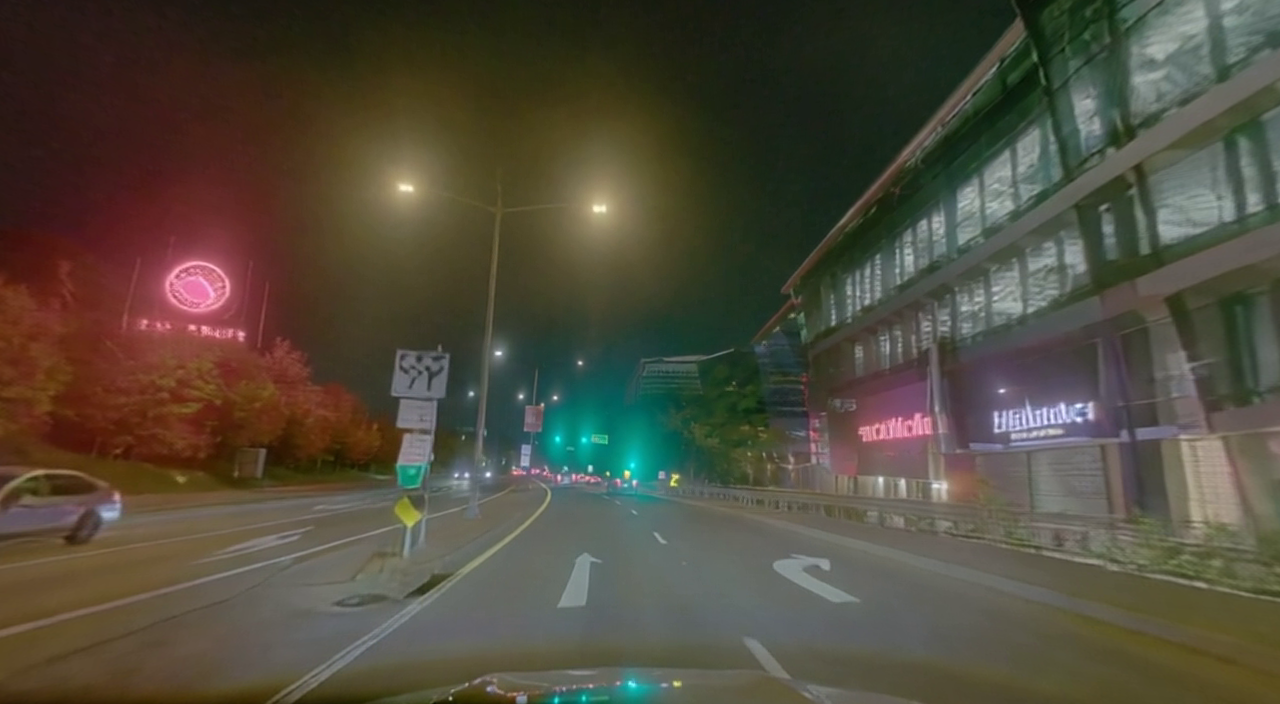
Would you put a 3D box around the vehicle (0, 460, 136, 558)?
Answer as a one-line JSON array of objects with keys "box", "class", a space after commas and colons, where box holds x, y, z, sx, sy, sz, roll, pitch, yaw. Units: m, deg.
[{"box": [-10.604, 2.475, 10.116, 1.839, 1.456, 3.859, 1, -10, -3], "class": "vehicle"}]

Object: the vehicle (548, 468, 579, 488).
[{"box": [-5.967, 9.726, 48.631, 2.005, 1.498, 3.643, 3, -11, -12], "class": "vehicle"}]

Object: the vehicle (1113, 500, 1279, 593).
[{"box": [11.956, 3.647, 11.945, 4.302, 1.456, 1.832, 0, -10, 3], "class": "vehicle"}]

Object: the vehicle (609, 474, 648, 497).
[{"box": [-0.705, 7.733, 36.493, 1.775, 1.186, 2.933, 3, -11, -11], "class": "vehicle"}]
